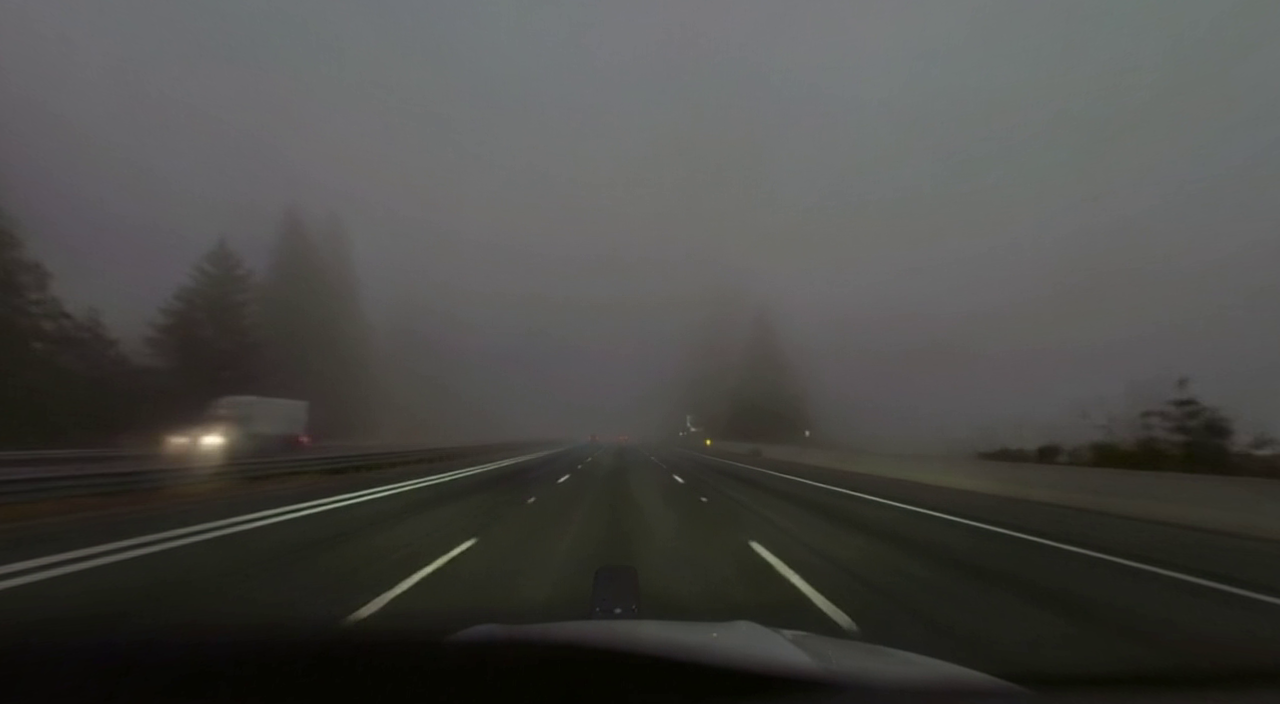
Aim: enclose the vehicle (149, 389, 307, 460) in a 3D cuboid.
[{"bbox_3d":[-16.571,3.044,25.902,2.306,2.546,6.242,0,-8,-1],"label":"vehicle"}]
